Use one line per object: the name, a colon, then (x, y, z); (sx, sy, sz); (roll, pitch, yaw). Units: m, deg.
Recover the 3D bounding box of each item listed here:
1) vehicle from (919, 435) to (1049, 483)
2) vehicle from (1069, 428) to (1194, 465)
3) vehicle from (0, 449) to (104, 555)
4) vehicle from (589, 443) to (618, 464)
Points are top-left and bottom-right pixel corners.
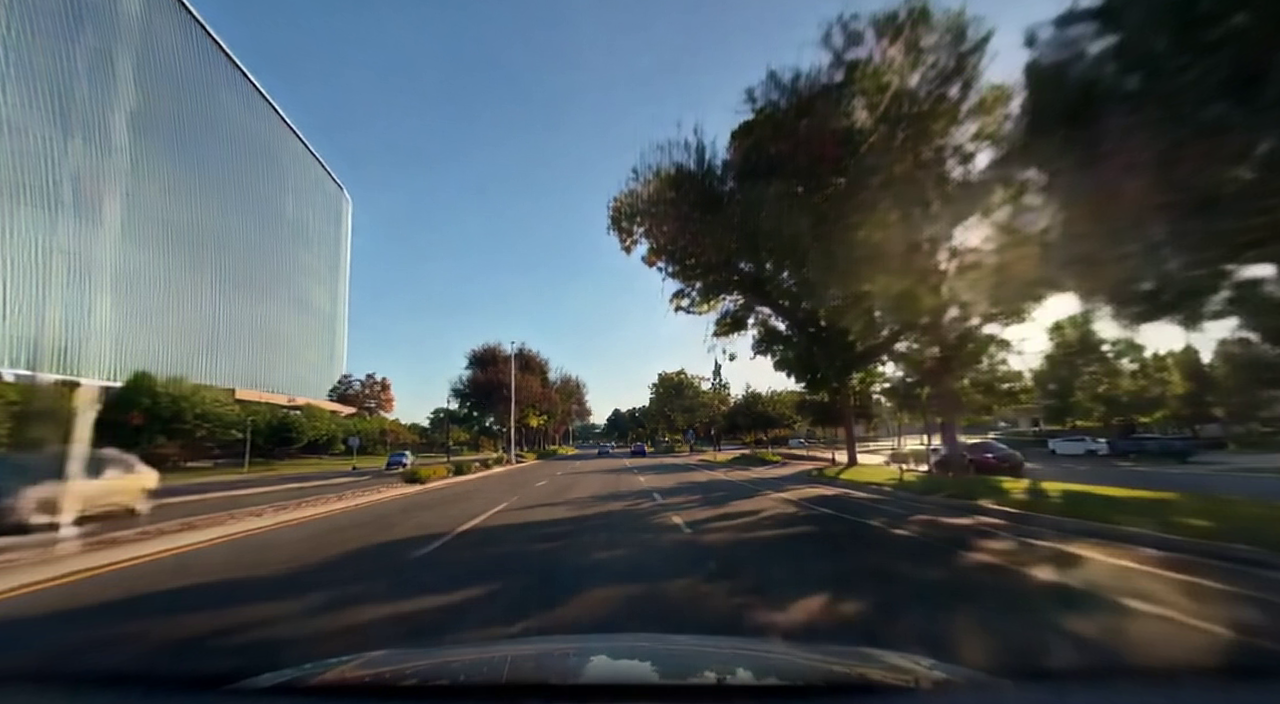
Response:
vehicle: (12.349, 3.856, 23.107); (2.024, 1.575, 4.498); (0, -8, -3)
vehicle: (24.715, 4.767, 31.893); (4.463, 1.786, 2.110); (0, -8, -1)
vehicle: (-9.387, 1.982, 8.295); (1.792, 1.383, 3.360); (0, -8, -3)
vehicle: (-2.726, 7.545, 47.047); (2.080, 1.445, 4.096); (0, -8, -3)
